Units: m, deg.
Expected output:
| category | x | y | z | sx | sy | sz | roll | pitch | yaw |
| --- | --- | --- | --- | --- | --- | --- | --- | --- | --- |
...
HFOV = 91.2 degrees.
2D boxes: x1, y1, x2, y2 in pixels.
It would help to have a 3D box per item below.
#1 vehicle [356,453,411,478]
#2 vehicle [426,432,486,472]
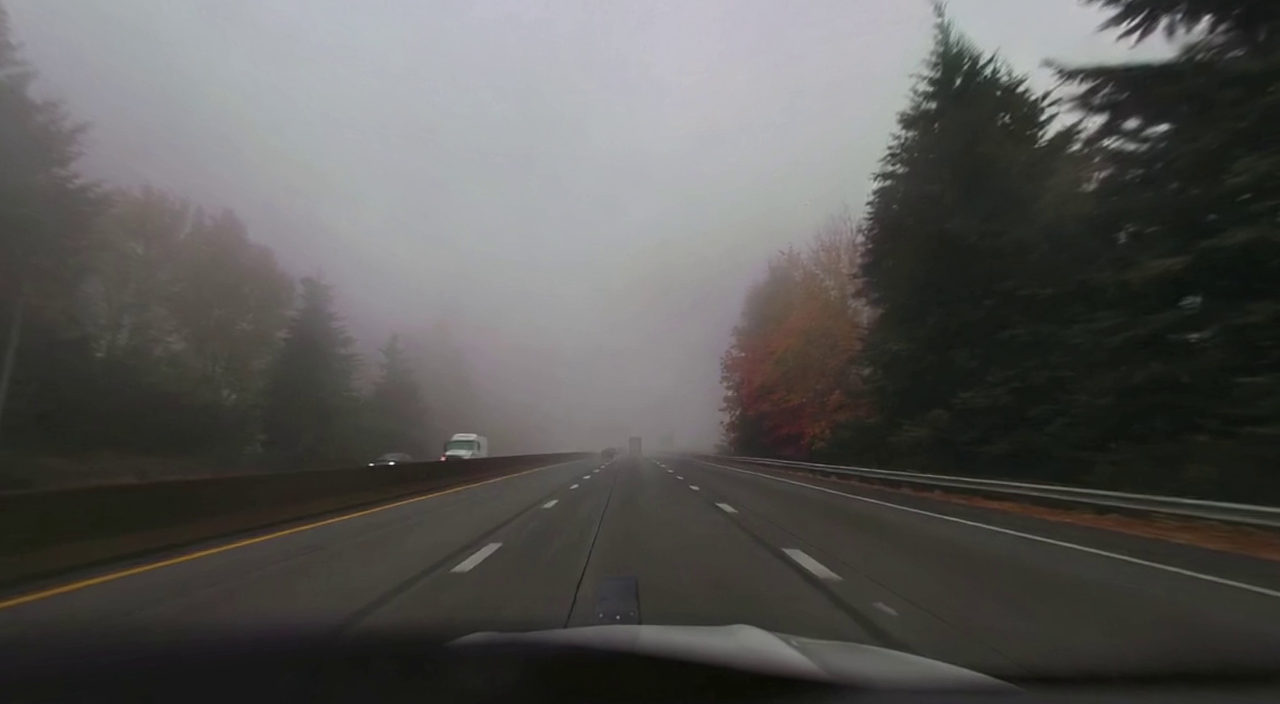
| category | x | y | z | sx | sy | sz | roll | pitch | yaw |
| --- | --- | --- | --- | --- | --- | --- | --- | --- | --- |
| vehicle | -16.940 | 7.523 | 41.666 | 1.850 | 1.516 | 4.378 | 0 | -9 | -1 |
| vehicle | -13.323 | 7.293 | 45.852 | 2.347 | 2.651 | 6.933 | 0 | -9 | -1 |
